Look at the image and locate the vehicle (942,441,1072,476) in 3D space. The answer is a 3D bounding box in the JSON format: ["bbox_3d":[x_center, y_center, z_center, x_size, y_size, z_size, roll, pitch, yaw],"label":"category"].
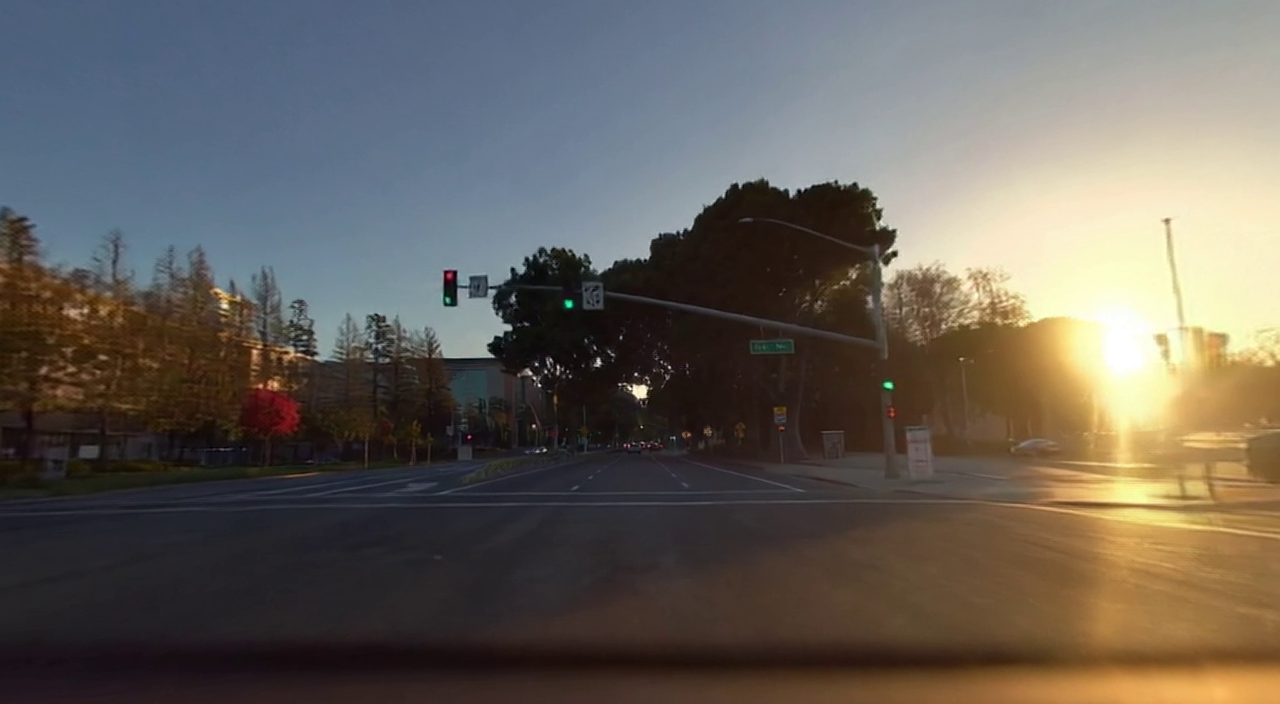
[{"bbox_3d":[16.067,4.656,27.824,4.483,1.452,1.924,0,-8,0],"label":"vehicle"}]
